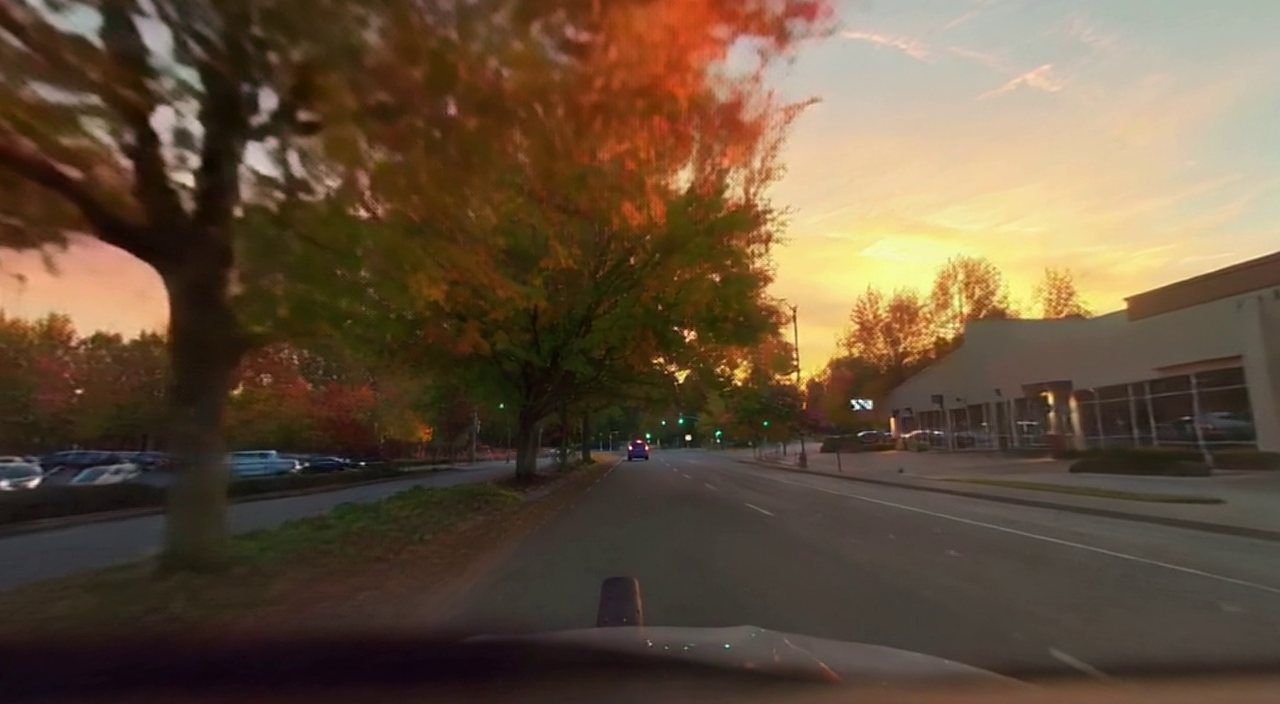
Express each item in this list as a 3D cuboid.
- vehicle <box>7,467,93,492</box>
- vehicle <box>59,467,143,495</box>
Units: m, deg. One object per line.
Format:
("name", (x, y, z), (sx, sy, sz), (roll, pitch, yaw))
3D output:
("vehicle", (-44.856, 9.677, 48.095), (1.963, 1.618, 4.563), (-1, -8, 4))
("vehicle", (-34.496, 8.231, 40.512), (1.784, 1.536, 3.893), (-1, -8, 2))
